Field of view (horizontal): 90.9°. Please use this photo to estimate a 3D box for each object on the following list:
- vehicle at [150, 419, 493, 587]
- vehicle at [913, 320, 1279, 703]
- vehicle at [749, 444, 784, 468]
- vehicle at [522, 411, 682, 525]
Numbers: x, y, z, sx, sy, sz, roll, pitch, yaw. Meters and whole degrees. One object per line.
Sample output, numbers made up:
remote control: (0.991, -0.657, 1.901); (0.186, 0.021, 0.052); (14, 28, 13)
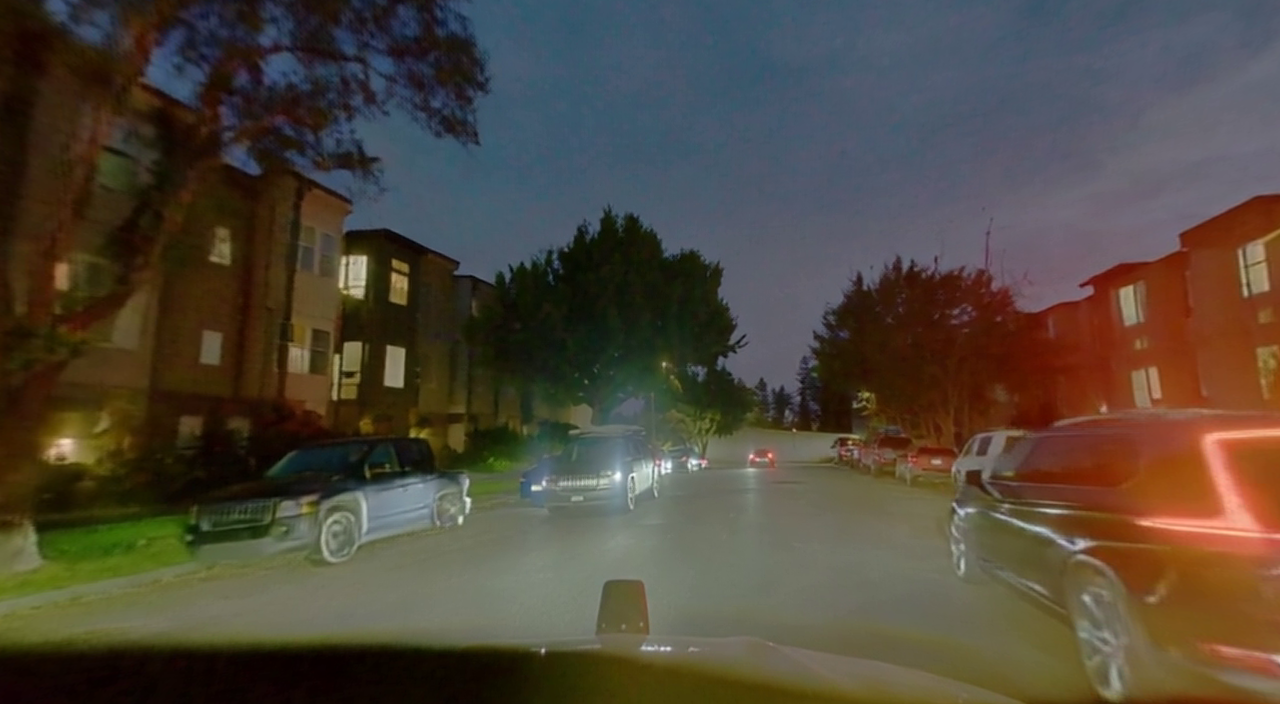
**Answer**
vehicle: (-4.083, 1.988, 9.244); (2.002, 1.774, 4.568); (-2, -9, 11)
vehicle: (3.467, 1.087, 4.183); (2.055, 1.717, 5.172); (-2, -9, 13)
vehicle: (8.495, 6.905, 42.101); (1.971, 1.476, 4.593); (-3, -9, 15)
vehicle: (-0.583, 2.515, 14.201); (2.197, 2.047, 4.985); (-2, -9, 13)
